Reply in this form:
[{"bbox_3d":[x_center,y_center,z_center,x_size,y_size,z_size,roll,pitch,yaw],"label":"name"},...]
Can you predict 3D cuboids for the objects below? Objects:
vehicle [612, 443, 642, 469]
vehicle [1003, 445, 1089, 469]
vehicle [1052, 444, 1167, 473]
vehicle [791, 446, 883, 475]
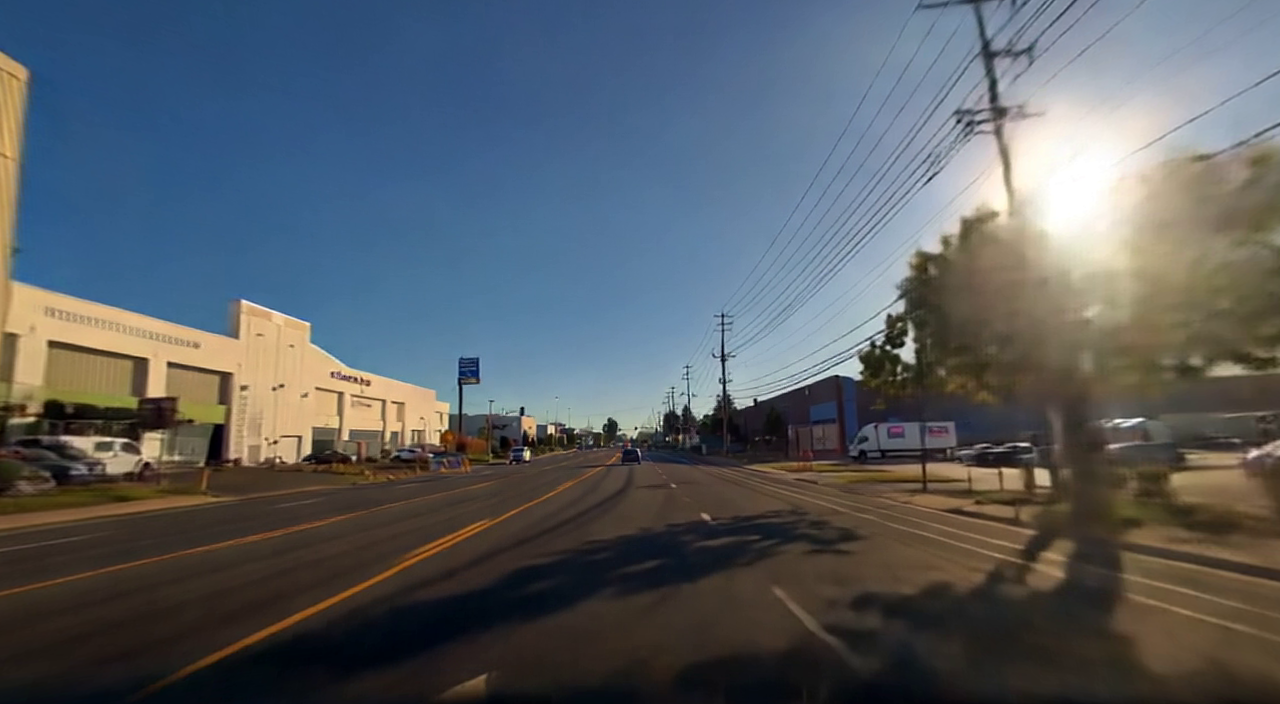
[{"bbox_3d":[-0.839,6.914,42.230,1.937,1.588,3.746,0,-8,-1],"label":"vehicle"},{"bbox_3d":[25.736,6.657,40.177,4.134,1.441,1.836,-1,-8,2],"label":"vehicle"},{"bbox_3d":[25.713,5.821,34.717,4.625,1.484,1.997,0,-8,1],"label":"vehicle"},{"bbox_3d":[11.683,6.449,37.690,4.758,1.496,1.871,-1,-9,-1],"label":"vehicle"}]
